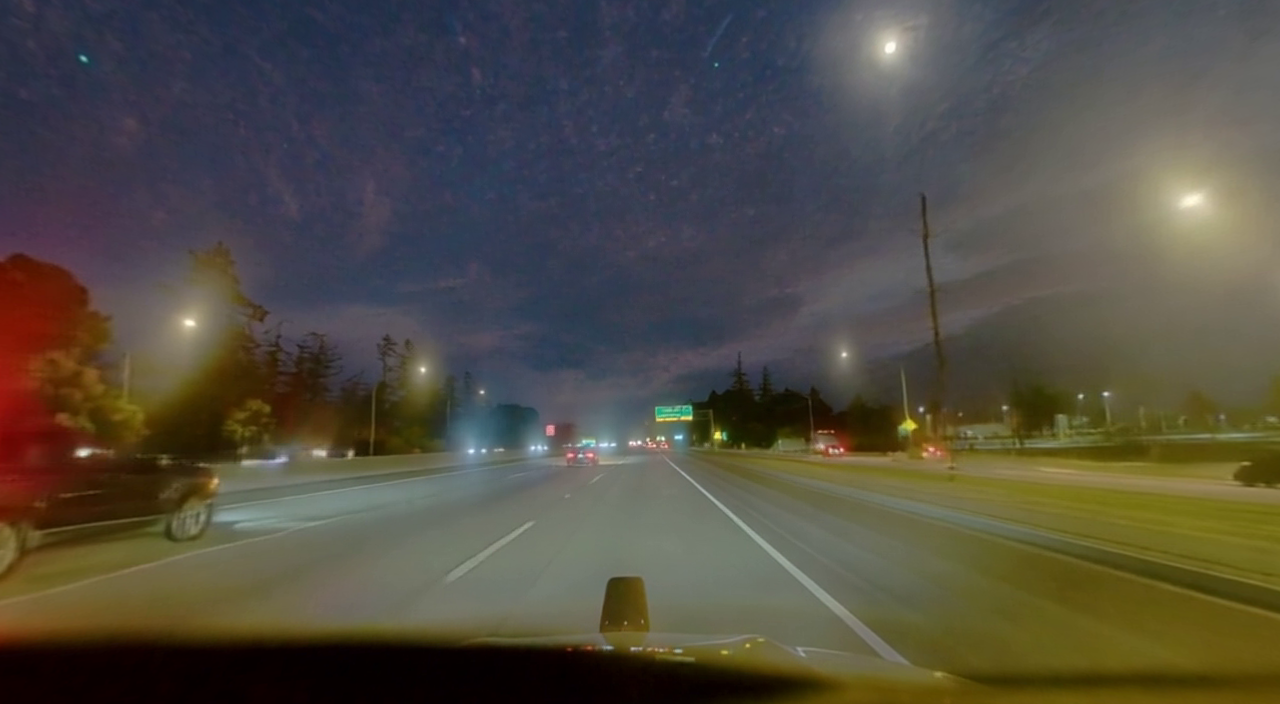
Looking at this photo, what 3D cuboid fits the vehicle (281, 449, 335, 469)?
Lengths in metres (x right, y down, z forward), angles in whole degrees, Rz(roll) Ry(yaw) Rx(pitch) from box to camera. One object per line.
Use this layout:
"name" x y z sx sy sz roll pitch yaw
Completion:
"vehicle" -25.417 8.178 48.378 1.792 1.488 4.294 0 -9 0

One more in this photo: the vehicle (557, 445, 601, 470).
"vehicle" -3.514 6.213 37.245 2.048 1.368 4.613 0 -9 1

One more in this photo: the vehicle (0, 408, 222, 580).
"vehicle" -7.437 1.536 7.074 2.118 1.696 4.836 0 -9 0

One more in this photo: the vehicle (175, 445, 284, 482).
"vehicle" -17.941 4.868 27.814 1.799 1.462 4.378 0 -9 1
